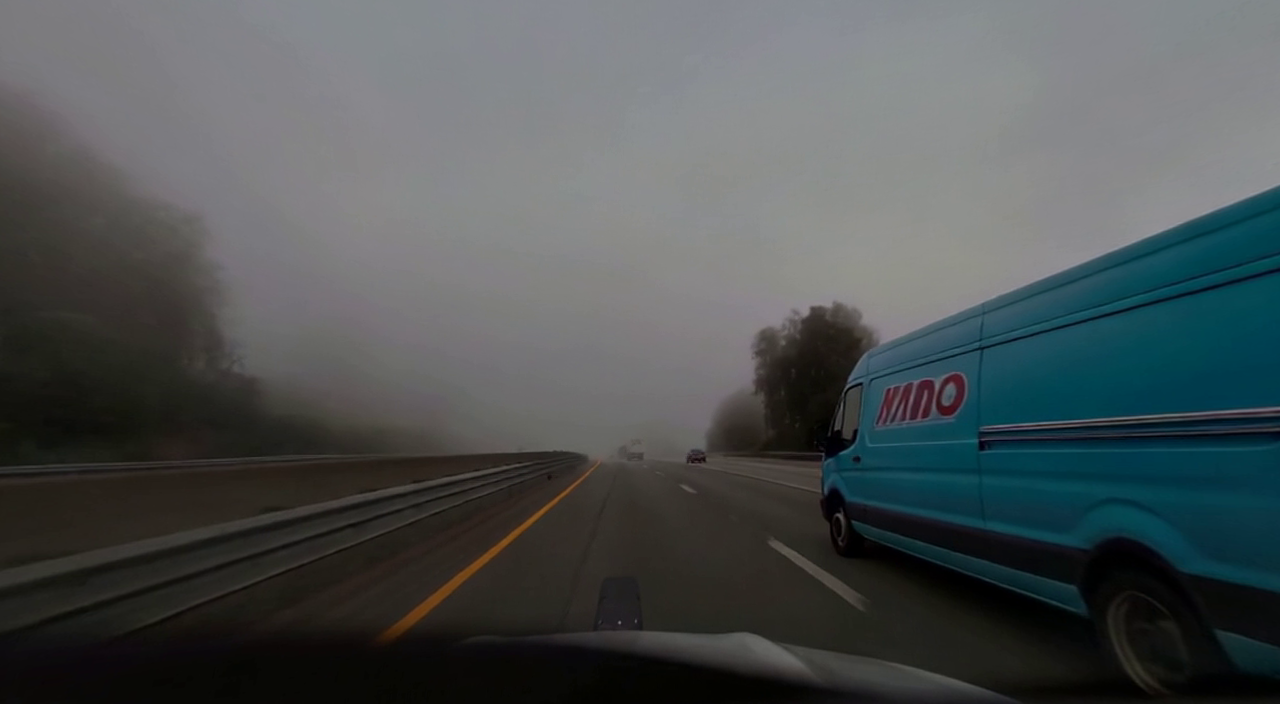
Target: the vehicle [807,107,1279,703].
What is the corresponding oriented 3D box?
[{"bbox_3d":[3.625,0.782,5.059,2.355,2.664,7.367,0,-9,-1],"label":"vehicle"}]
